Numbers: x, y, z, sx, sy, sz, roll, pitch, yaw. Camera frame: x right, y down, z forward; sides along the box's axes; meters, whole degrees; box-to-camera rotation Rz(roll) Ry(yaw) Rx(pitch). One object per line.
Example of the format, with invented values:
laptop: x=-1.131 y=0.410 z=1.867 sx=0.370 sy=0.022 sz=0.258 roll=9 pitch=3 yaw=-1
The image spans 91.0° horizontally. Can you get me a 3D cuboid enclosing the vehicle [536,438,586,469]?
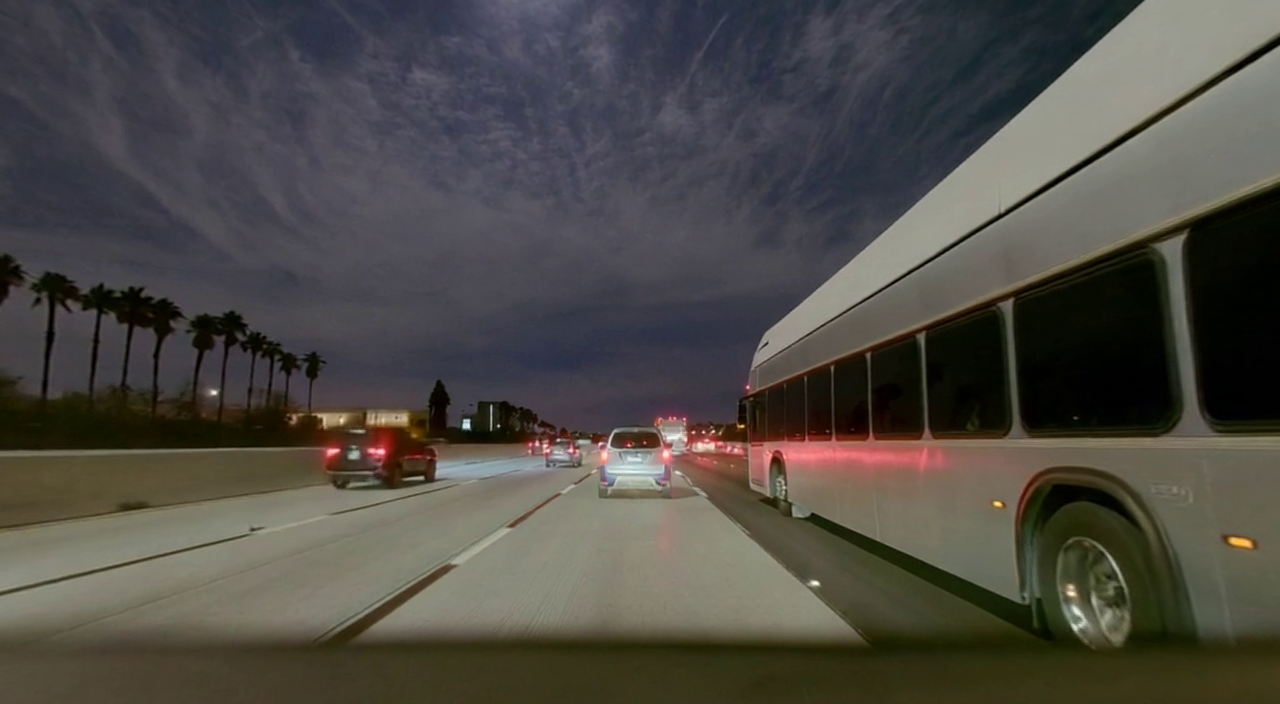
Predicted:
vehicle: x=-4.187 y=5.473 z=34.102 sx=2.040 sy=1.536 sz=4.680 roll=0 pitch=-9 yaw=1

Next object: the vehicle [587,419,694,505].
vehicle: x=0.051 y=2.664 z=15.535 sx=2.268 sy=1.796 sz=4.280 roll=0 pitch=-9 yaw=1

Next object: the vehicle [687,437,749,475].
vehicle: x=3.339 y=4.590 z=27.993 sx=2.039 sy=1.516 sz=4.521 roll=0 pitch=-9 yaw=-2

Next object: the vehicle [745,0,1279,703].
vehicle: x=3.949 y=0.477 z=7.128 sx=3.020 sy=3.622 sz=14.302 roll=0 pitch=-9 yaw=0

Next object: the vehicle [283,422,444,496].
vehicle: x=-7.478 y=2.971 z=17.766 sx=2.215 sy=1.795 sz=4.966 roll=0 pitch=-9 yaw=1
